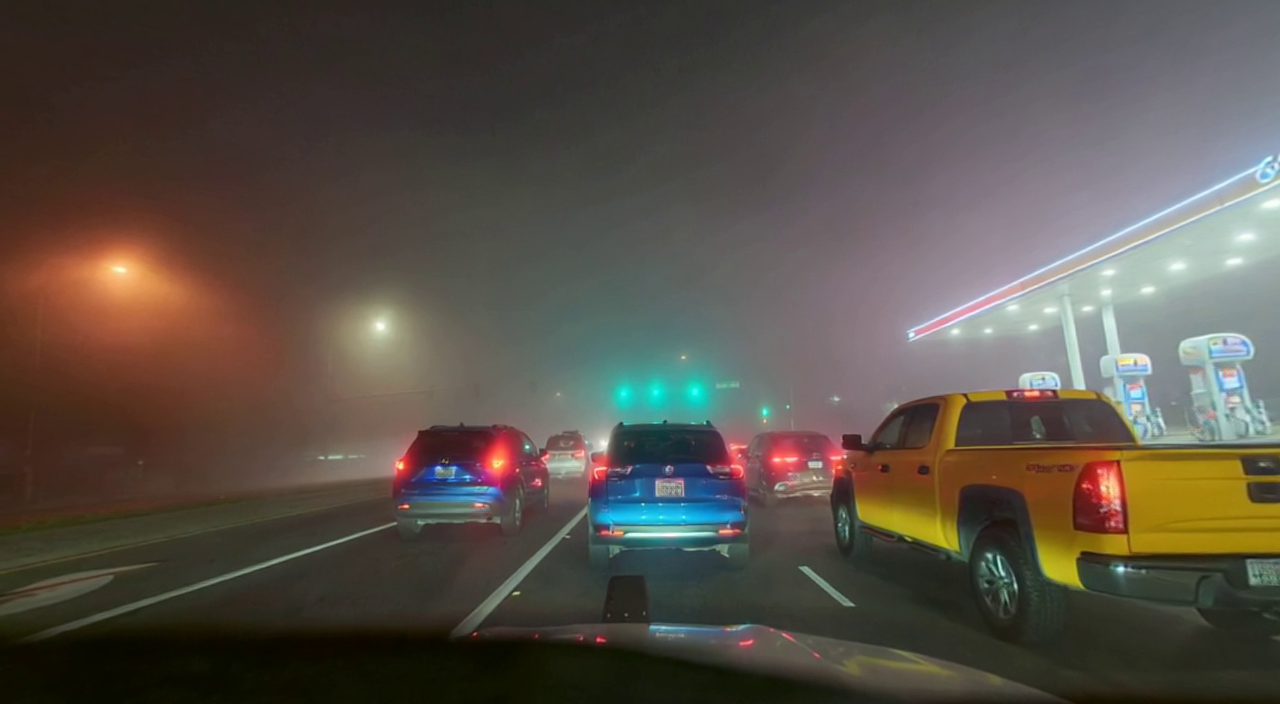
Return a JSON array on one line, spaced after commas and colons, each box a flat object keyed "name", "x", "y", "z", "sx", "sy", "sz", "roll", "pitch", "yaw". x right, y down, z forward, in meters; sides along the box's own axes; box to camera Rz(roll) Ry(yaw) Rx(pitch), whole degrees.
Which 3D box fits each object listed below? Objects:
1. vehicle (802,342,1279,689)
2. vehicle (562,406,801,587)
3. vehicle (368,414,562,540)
[{"name": "vehicle", "x": 3.411, "y": 1.262, "z": 6.132, "sx": 2.161, "sy": 1.868, "sz": 5.321, "roll": 0, "pitch": -8, "yaw": -1}, {"name": "vehicle", "x": 0.366, "y": 1.628, "z": 7.896, "sx": 2.181, "sy": 1.650, "sz": 4.083, "roll": 0, "pitch": -8, "yaw": 0}, {"name": "vehicle", "x": -2.709, "y": 2.064, "z": 10.974, "sx": 2.019, "sy": 1.731, "sz": 4.299, "roll": 0, "pitch": -8, "yaw": 2}]
